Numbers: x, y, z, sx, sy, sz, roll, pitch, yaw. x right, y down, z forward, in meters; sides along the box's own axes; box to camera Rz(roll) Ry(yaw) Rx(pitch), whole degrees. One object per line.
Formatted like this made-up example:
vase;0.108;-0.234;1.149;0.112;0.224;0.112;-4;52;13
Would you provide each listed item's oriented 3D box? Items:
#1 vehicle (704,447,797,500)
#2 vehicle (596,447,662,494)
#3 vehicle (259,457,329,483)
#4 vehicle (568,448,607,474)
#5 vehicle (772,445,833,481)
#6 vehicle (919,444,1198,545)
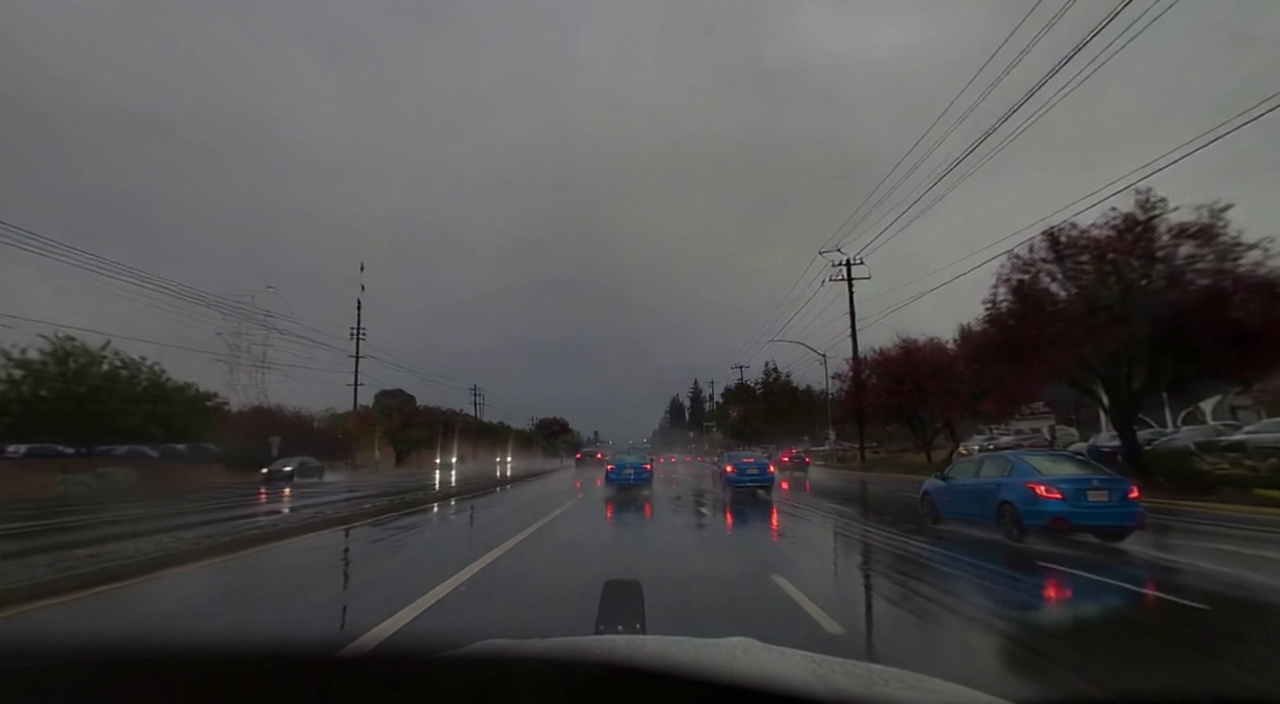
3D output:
vehicle;3.374;3.793;20.275;2.053;1.490;4.464;0;-8;-2
vehicle;-0.345;4.054;22.016;2.065;1.464;4.216;0;-8;0
vehicle;-22.177;7.556;40.728;1.832;1.455;4.596;0;-8;1
vehicle;-3.429;7.179;41.927;2.073;1.606;4.364;0;-8;2
vehicle;8.167;5.592;32.155;1.998;1.724;4.260;0;-8;1
vehicle;7.064;2.401;11.424;2.004;1.455;4.417;0;-8;0
